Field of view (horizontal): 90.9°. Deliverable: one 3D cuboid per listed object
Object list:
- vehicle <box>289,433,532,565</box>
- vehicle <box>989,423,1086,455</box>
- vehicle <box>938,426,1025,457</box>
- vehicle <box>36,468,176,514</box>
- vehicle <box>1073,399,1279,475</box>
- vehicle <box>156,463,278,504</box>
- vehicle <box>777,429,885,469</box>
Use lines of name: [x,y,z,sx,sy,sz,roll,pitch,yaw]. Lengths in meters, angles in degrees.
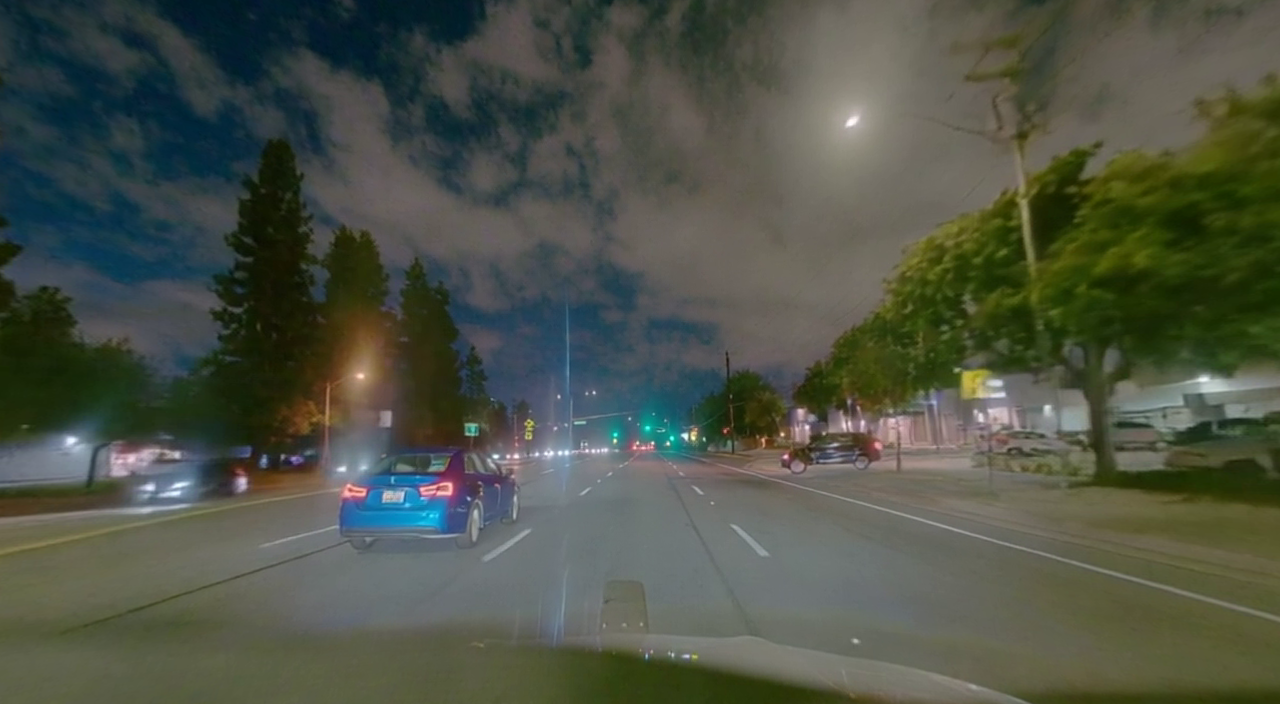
vehicle: [-3.015,2.023,9.487,1.924,1.480,4.421,-1,-9,1]
vehicle: [20.137,4.489,32.215,1.857,1.471,4.717,0,-9,-1]
vehicle: [17.382,4.605,32.327,1.966,1.451,4.297,0,-9,-1]
vehicle: [-21.594,5.605,25.790,1.820,1.423,4.577,-3,-9,-1]
vehicle: [13.092,1.989,14.755,4.349,1.615,2.068,0,-8,0]
vehicle: [-17.748,5.515,26.801,1.832,1.408,4.799,0,-9,1]
vehicle: [8.716,4.490,29.165,4.511,1.720,2.131,-2,-8,11]
